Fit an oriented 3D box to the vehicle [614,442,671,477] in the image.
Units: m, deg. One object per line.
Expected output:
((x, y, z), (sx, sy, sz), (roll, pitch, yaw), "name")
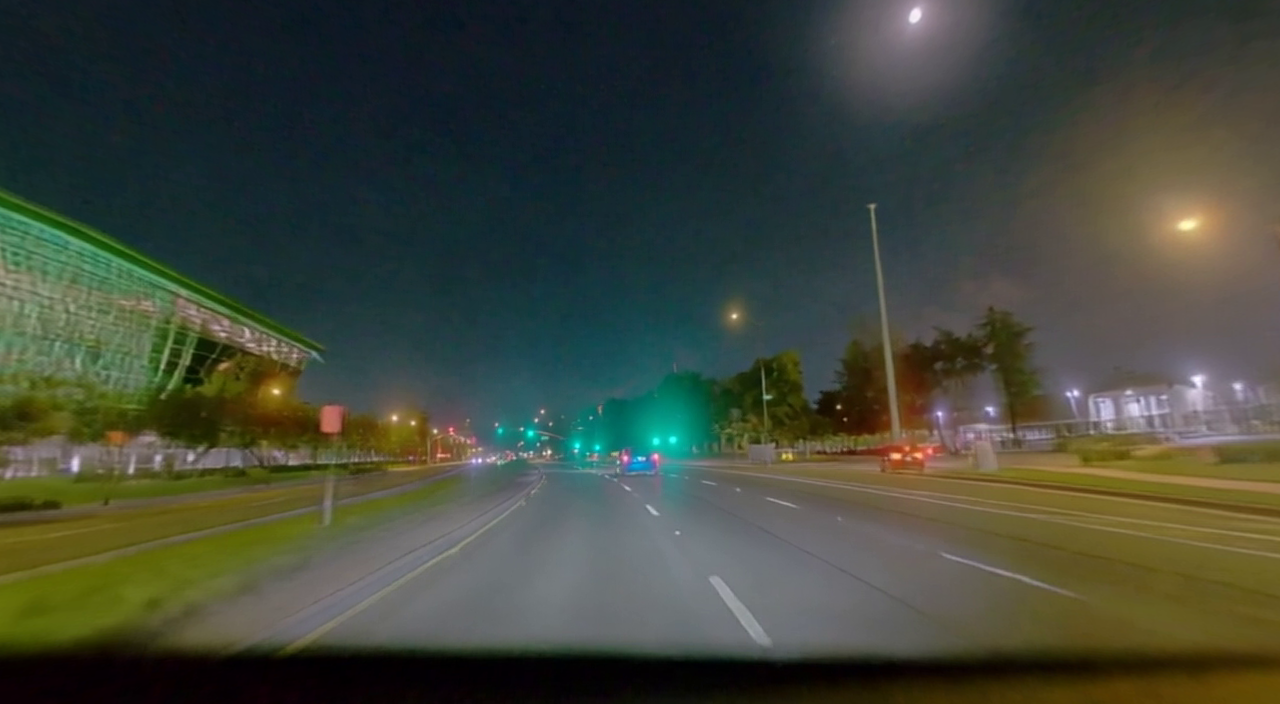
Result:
((0.023, 5.460, 32.441), (2.165, 1.633, 4.381), (1, -9, -10), "vehicle")
